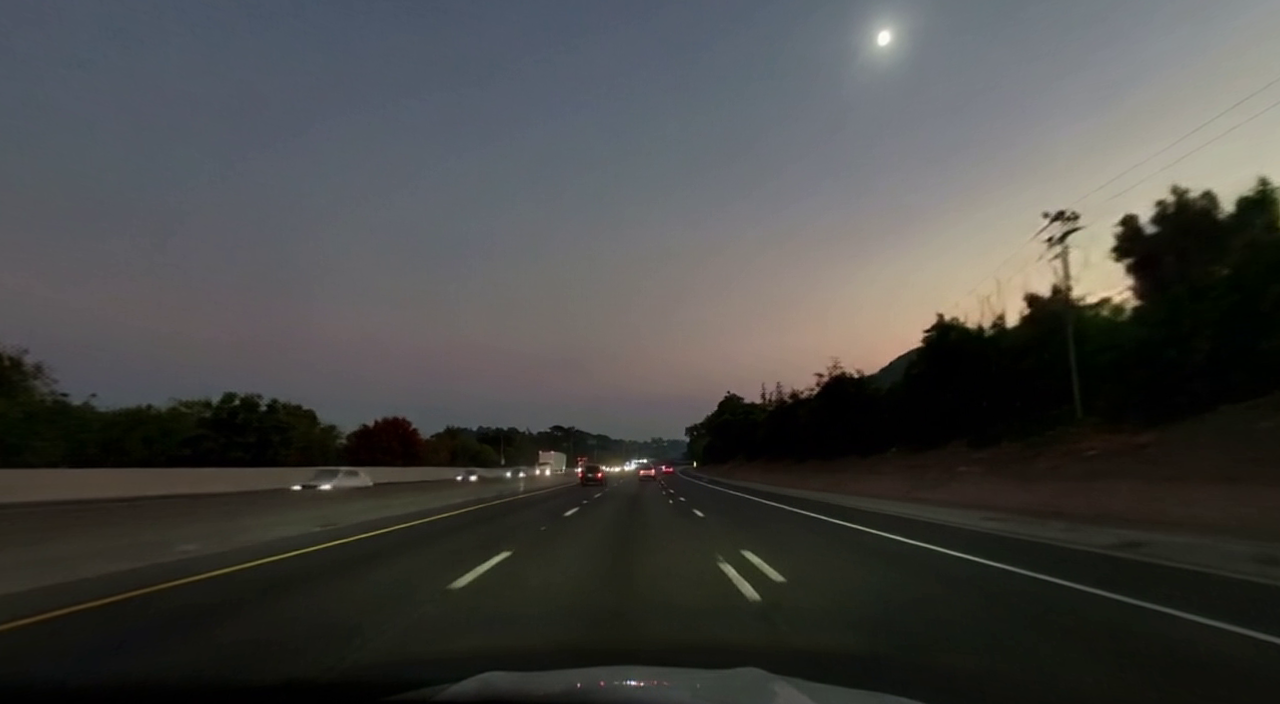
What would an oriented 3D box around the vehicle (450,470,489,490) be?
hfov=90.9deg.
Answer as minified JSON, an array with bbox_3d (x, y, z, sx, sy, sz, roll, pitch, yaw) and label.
[{"bbox_3d":[-12.624,9.507,46.926,1.660,1.407,4.064,1,-11,1],"label":"vehicle"}]

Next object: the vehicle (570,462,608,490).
[{"bbox_3d":[-3.549,8.801,44.839,2.233,1.791,4.981,1,-11,0],"label":"vehicle"}]

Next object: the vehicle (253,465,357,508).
[{"bbox_3d":[-12.610,5.088,24.026,1.839,1.462,3.751,1,-11,0],"label":"vehicle"}]
